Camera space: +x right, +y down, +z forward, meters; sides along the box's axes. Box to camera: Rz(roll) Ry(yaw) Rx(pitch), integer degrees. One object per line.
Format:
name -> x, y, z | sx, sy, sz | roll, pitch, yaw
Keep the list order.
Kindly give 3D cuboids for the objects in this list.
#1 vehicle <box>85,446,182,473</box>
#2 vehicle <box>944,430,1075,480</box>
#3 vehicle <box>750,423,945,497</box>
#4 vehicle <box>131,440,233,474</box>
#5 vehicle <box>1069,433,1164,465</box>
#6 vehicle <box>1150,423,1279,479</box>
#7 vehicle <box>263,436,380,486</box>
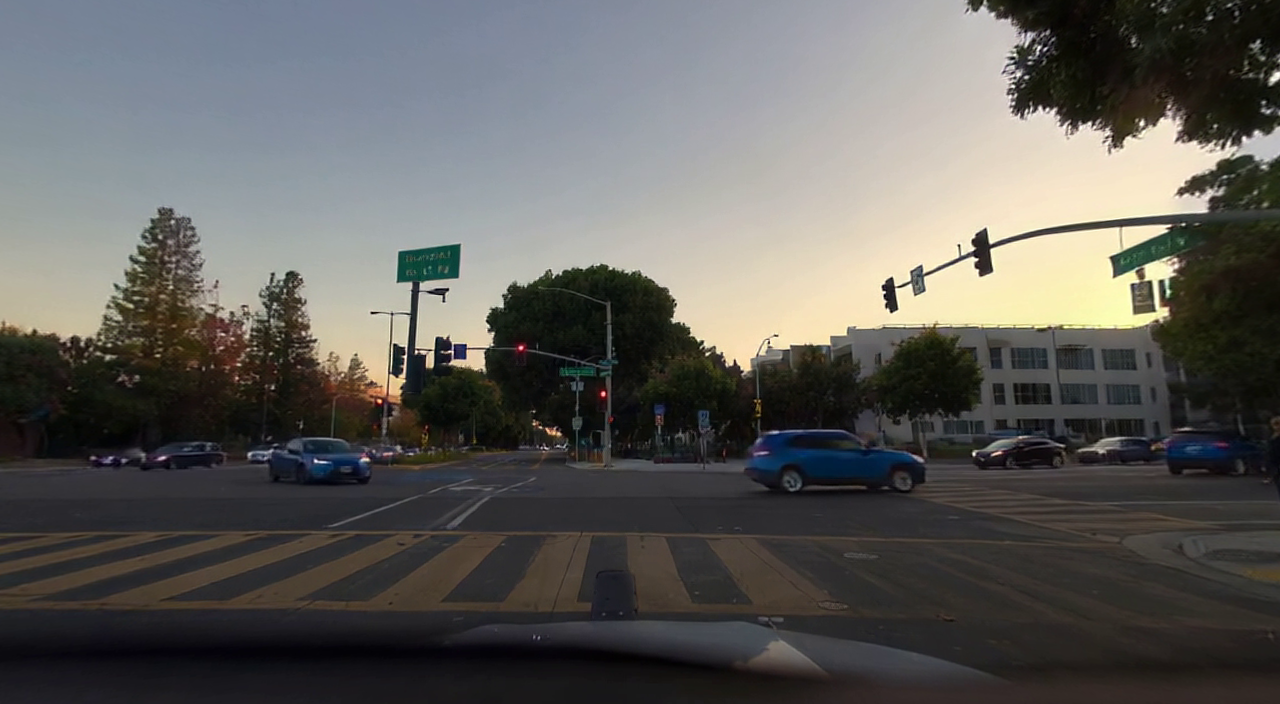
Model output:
vehicle -> -31.011, 6.558, 38.921 | 1.892, 1.525, 5.171 | 0, -8, -3
vehicle -> 14.457, 3.982, 24.695 | 4.742, 1.762, 2.180 | 4, -10, -29
vehicle -> 5.444, 2.886, 17.077 | 4.509, 1.821, 2.066 | 0, -8, -2
vehicle -> -23.882, 5.457, 33.180 | 1.951, 1.609, 4.693 | 0, -8, -2
vehicle -> 27.655, 5.680, 36.939 | 2.156, 1.719, 4.780 | -1, -8, 6
vehicle -> 21.361, 3.629, 23.367 | 6.196, 1.777, 2.457 | 7, -11, -38
vehicle -> -10.959, 3.672, 21.609 | 4.312, 1.540, 2.007 | -7, -11, 41
